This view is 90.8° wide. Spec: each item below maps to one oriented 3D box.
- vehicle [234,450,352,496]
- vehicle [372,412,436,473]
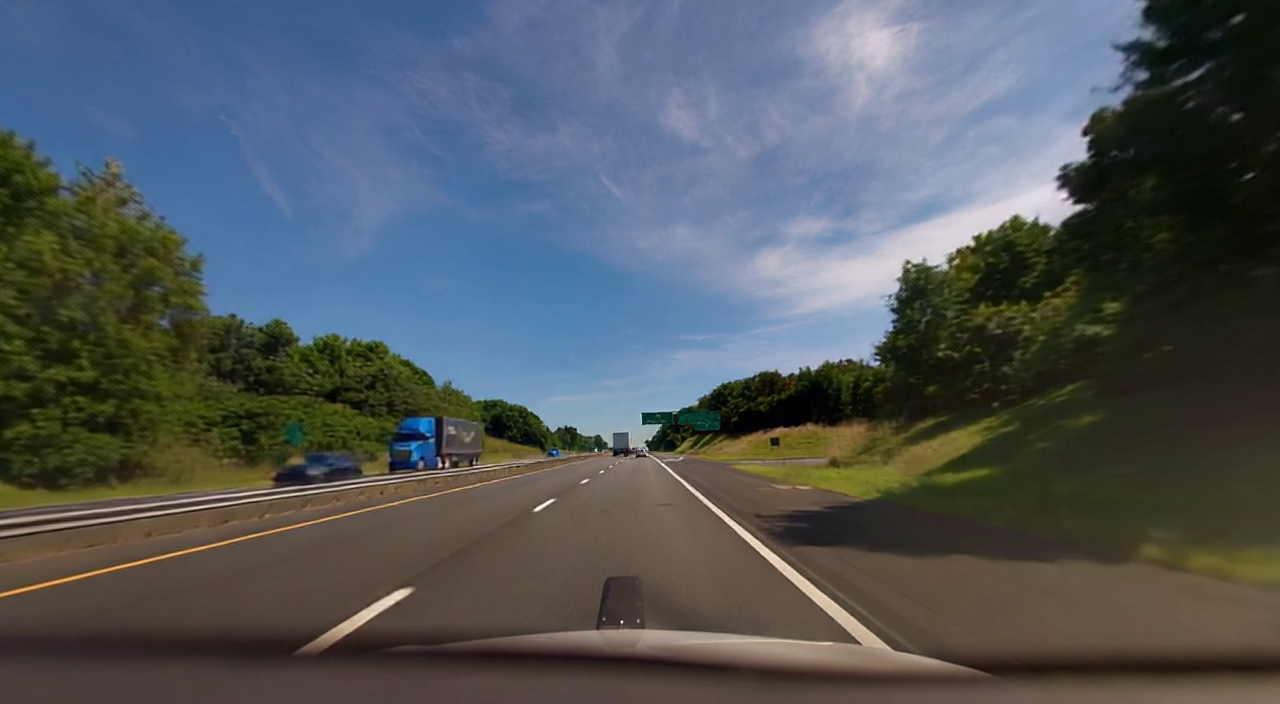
[{"bbox_3d":[-12.086,4.198,22.313,1.870,1.446,4.016,0,-9,0],"label":"vehicle"},{"bbox_3d":[-16.223,6.253,43.610,3.104,3.970,2.917,-1,-9,1],"label":"vehicle"}]
